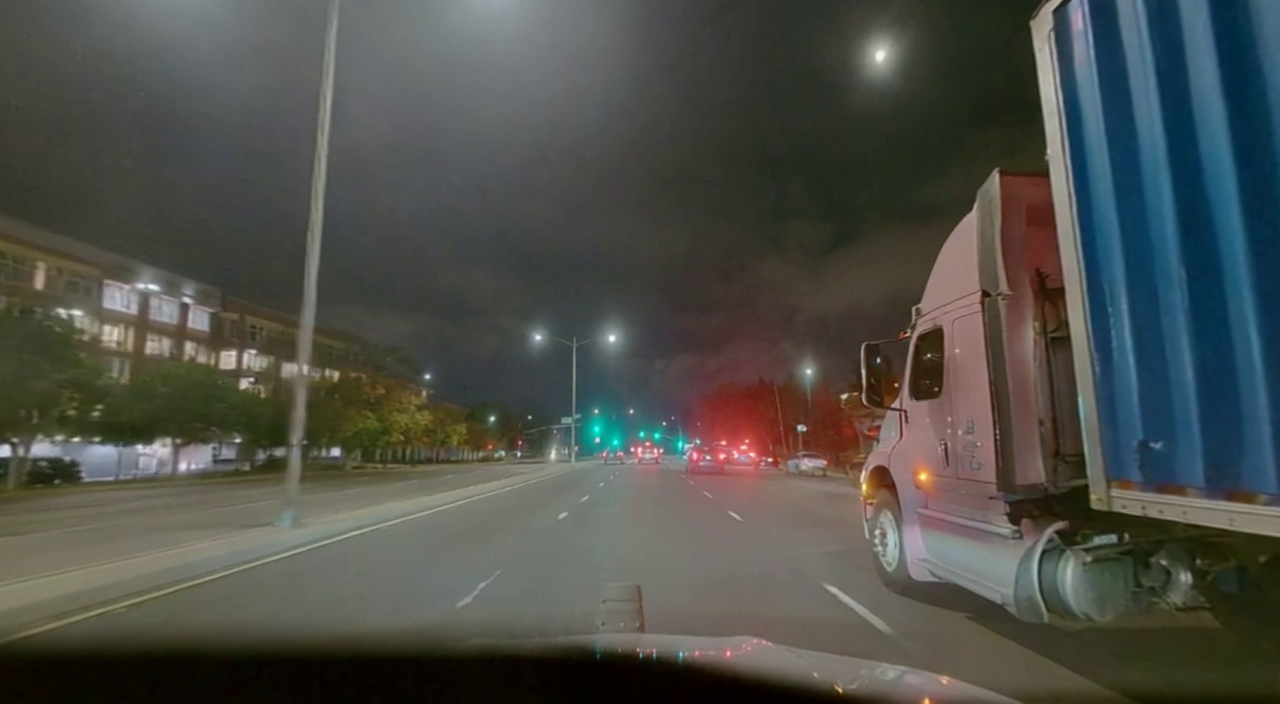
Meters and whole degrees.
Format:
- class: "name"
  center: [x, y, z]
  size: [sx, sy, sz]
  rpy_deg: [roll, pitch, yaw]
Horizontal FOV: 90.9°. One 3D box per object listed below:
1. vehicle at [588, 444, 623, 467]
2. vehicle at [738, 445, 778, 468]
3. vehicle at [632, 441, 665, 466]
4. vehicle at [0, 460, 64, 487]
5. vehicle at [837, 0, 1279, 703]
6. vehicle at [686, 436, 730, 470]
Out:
- class: "vehicle"
  center: [-2.521, 7.700, 47.108]
  size: [2.211, 1.537, 4.666]
  rpy_deg: [0, -8, 2]
- class: "vehicle"
  center: [8.317, 7.369, 44.674]
  size: [2.006, 1.484, 4.289]
  rpy_deg: [0, -8, 0]
- class: "vehicle"
  center: [0.591, 7.305, 45.449]
  size: [2.276, 1.704, 3.925]
  rpy_deg: [0, -8, 1]
- class: "vehicle"
  center: [-37.660, 7.245, 37.817]
  size: [1.886, 1.437, 4.572]
  rpy_deg: [0, -8, 0]
- class: "vehicle"
  center: [3.584, -0.222, 2.725]
  size: [3.006, 3.679, 8.506]
  rpy_deg: [-1, -8, 3]
- class: "vehicle"
  center: [4.082, 6.144, 38.480]
  size: [2.196, 1.908, 4.412]
  rpy_deg: [0, -8, 0]
